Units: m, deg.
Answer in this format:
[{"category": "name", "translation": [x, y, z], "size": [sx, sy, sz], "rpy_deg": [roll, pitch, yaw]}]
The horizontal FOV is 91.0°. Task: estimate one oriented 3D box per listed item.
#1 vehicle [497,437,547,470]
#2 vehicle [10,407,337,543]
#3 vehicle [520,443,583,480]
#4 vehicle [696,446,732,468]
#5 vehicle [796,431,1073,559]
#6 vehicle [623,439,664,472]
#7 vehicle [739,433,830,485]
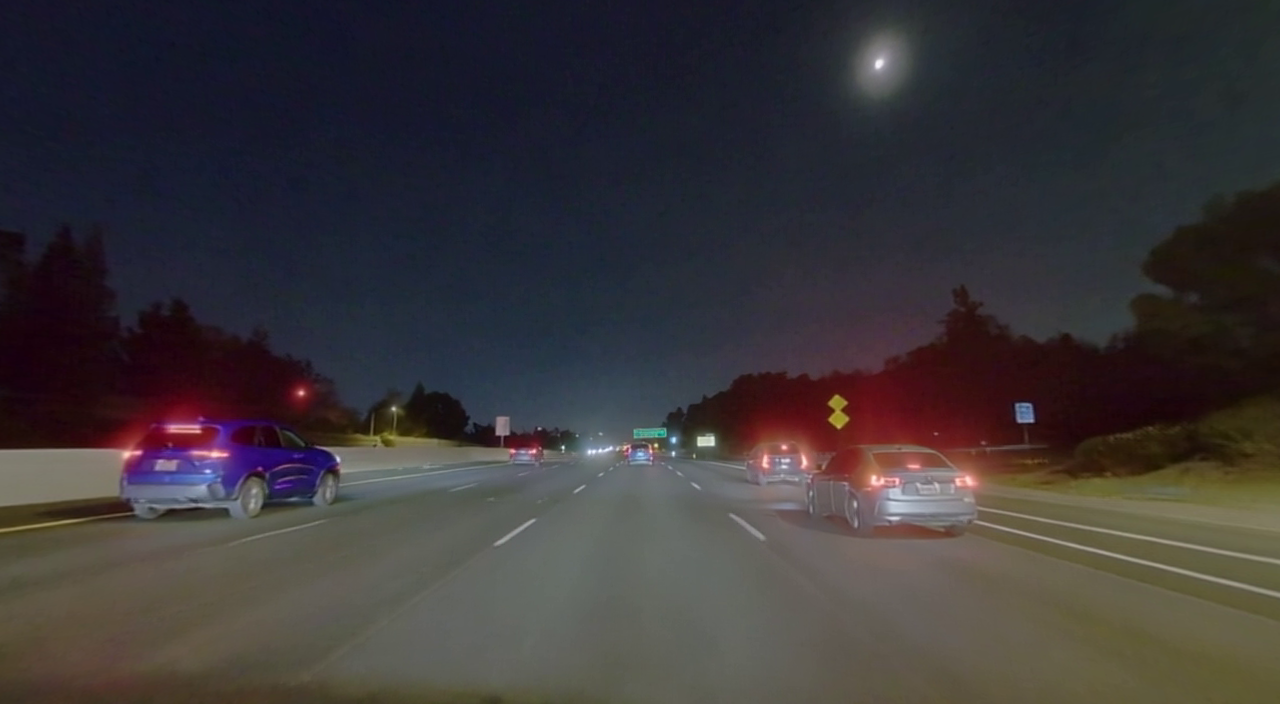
[{"category": "vehicle", "translation": [-6.899, 6.029, 37.373], "size": [2.111, 1.811, 4.391], "rpy_deg": [0, -9, 0]}, {"category": "vehicle", "translation": [-7.498, 2.035, 10.951], "size": [2.142, 1.849, 4.566], "rpy_deg": [0, -9, 0]}, {"category": "vehicle", "translation": [-3.800, 4.803, 27.829], "size": [2.071, 1.478, 4.130], "rpy_deg": [0, -9, 1]}, {"category": "vehicle", "translation": [5.130, 7.298, 44.031], "size": [1.944, 1.465, 4.245], "rpy_deg": [0, -9, 0]}, {"category": "vehicle", "translation": [4.081, 2.061, 9.820], "size": [2.141, 1.507, 4.510], "rpy_deg": [0, -9, 0]}, {"category": "vehicle", "translation": [0.181, 5.751, 35.233], "size": [2.158, 1.706, 4.219], "rpy_deg": [0, -9, 0]}, {"category": "vehicle", "translation": [5.195, 3.930, 23.333], "size": [2.335, 1.759, 4.297], "rpy_deg": [0, -9, 0]}]
